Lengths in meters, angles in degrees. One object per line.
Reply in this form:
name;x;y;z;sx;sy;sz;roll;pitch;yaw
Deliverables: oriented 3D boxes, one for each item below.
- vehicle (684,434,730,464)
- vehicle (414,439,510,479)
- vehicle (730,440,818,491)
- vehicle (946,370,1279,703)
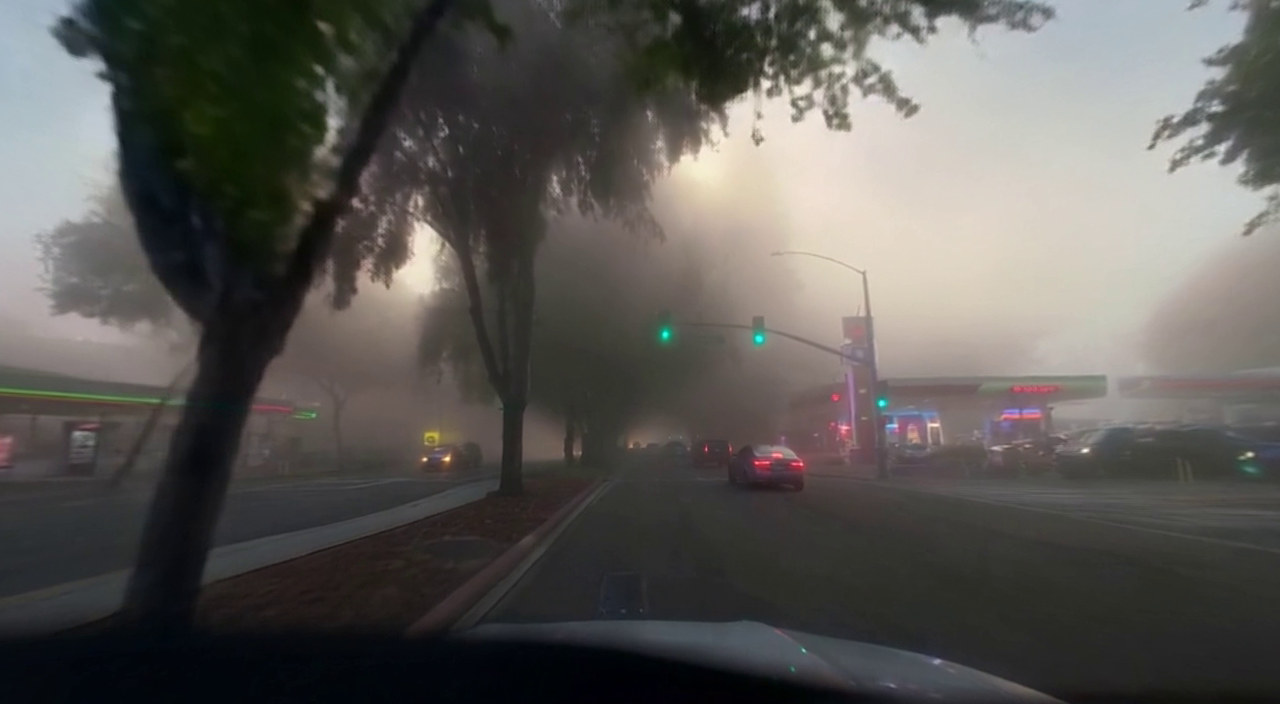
vehicle;4.604;6.764;44.081;2.611;1.983;5.165;0;-9;0
vehicle;-7.893;4.772;28.565;2.842;1.476;4.980;-2;-7;1
vehicle;4.091;3.528;19.972;1.871;1.442;4.122;0;-9;0
vehicle;3.827;1.024;3.472;1.875;1.665;4.931;0;-9;1
